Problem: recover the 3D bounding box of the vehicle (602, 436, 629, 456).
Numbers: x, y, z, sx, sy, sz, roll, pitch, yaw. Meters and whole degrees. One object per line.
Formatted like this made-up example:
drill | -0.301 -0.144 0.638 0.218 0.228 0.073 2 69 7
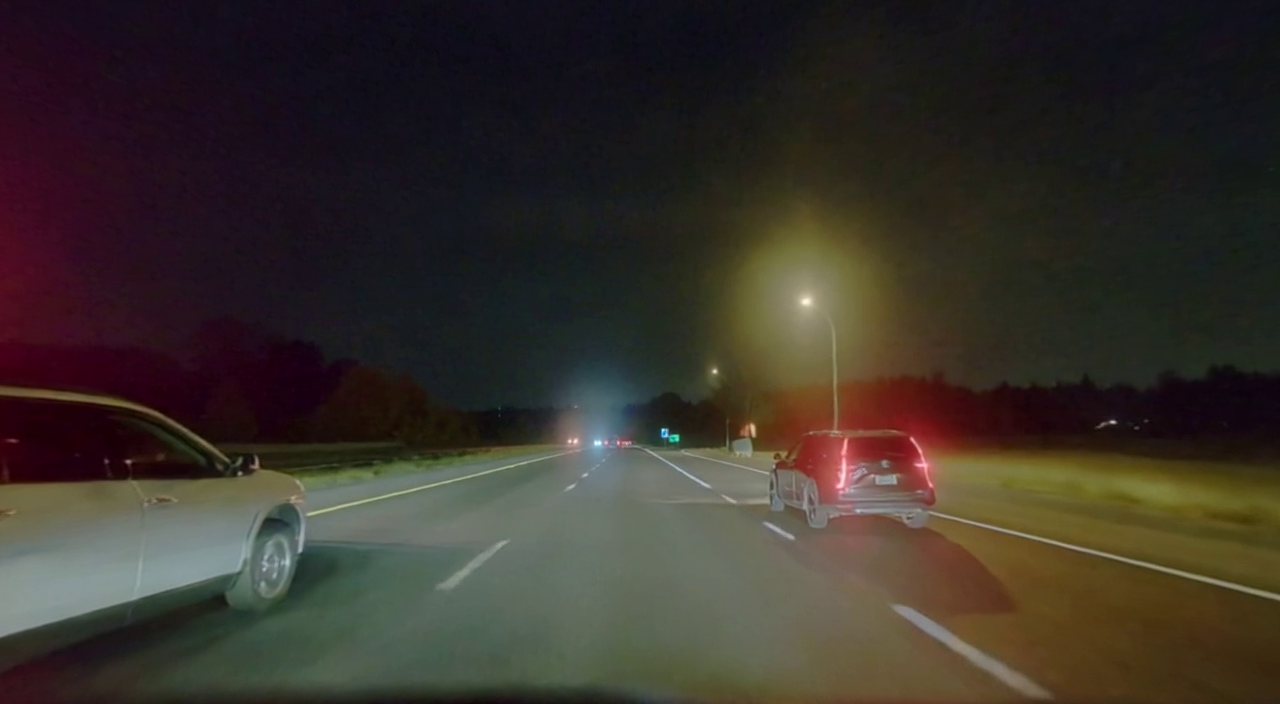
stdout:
vehicle | -1.938 7.401 49.461 2.025 1.519 3.924 0 -8 -2
